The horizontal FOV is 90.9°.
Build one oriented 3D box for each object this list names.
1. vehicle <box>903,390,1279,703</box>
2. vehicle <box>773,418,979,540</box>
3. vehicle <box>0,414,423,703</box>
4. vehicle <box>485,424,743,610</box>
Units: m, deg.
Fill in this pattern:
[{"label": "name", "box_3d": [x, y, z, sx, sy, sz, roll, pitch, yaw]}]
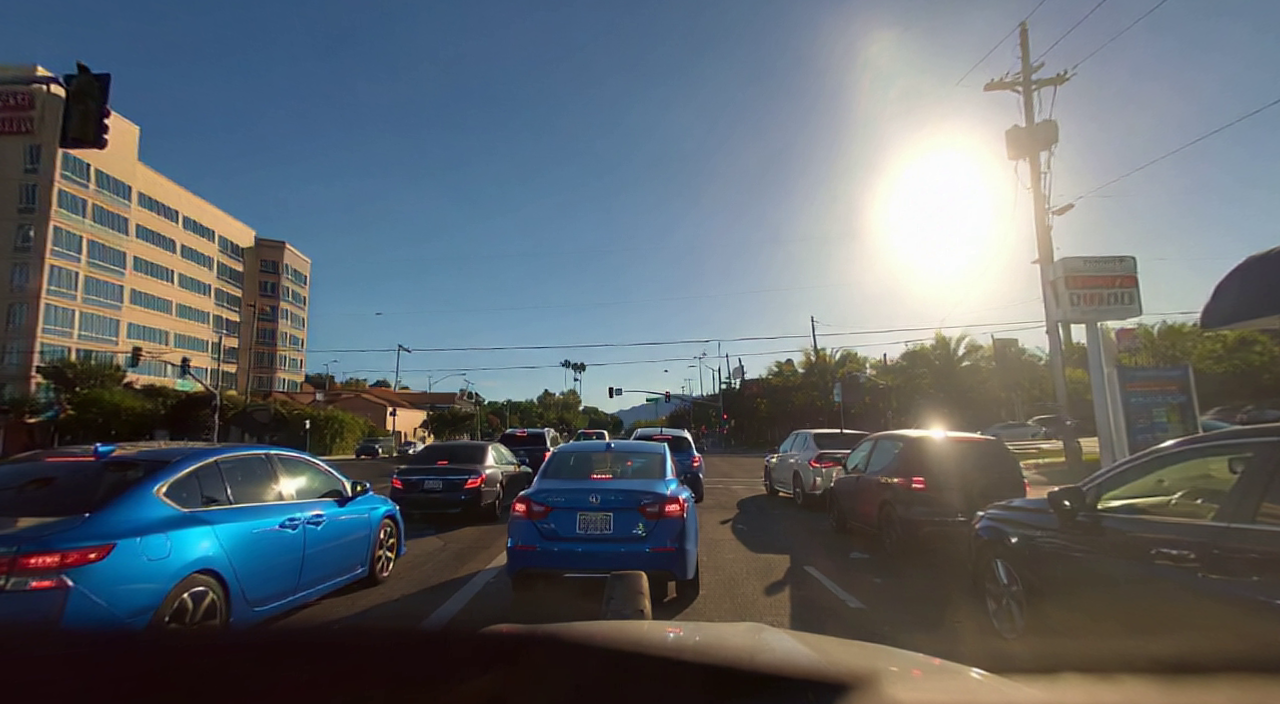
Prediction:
[{"label": "vehicle", "box_3d": [3.413, 1.075, 3.572, 1.981, 1.499, 4.536, 0, -8, 2]}, {"label": "vehicle", "box_3d": [3.763, 2.100, 11.015, 2.007, 1.683, 4.171, 0, -8, 1]}, {"label": "vehicle", "box_3d": [-3.407, 1.299, 4.717, 1.980, 1.454, 4.226, 0, -8, 1]}, {"label": "vehicle", "box_3d": [-0.197, 1.625, 7.122, 2.059, 1.477, 3.988, 0, -8, 0]}]
